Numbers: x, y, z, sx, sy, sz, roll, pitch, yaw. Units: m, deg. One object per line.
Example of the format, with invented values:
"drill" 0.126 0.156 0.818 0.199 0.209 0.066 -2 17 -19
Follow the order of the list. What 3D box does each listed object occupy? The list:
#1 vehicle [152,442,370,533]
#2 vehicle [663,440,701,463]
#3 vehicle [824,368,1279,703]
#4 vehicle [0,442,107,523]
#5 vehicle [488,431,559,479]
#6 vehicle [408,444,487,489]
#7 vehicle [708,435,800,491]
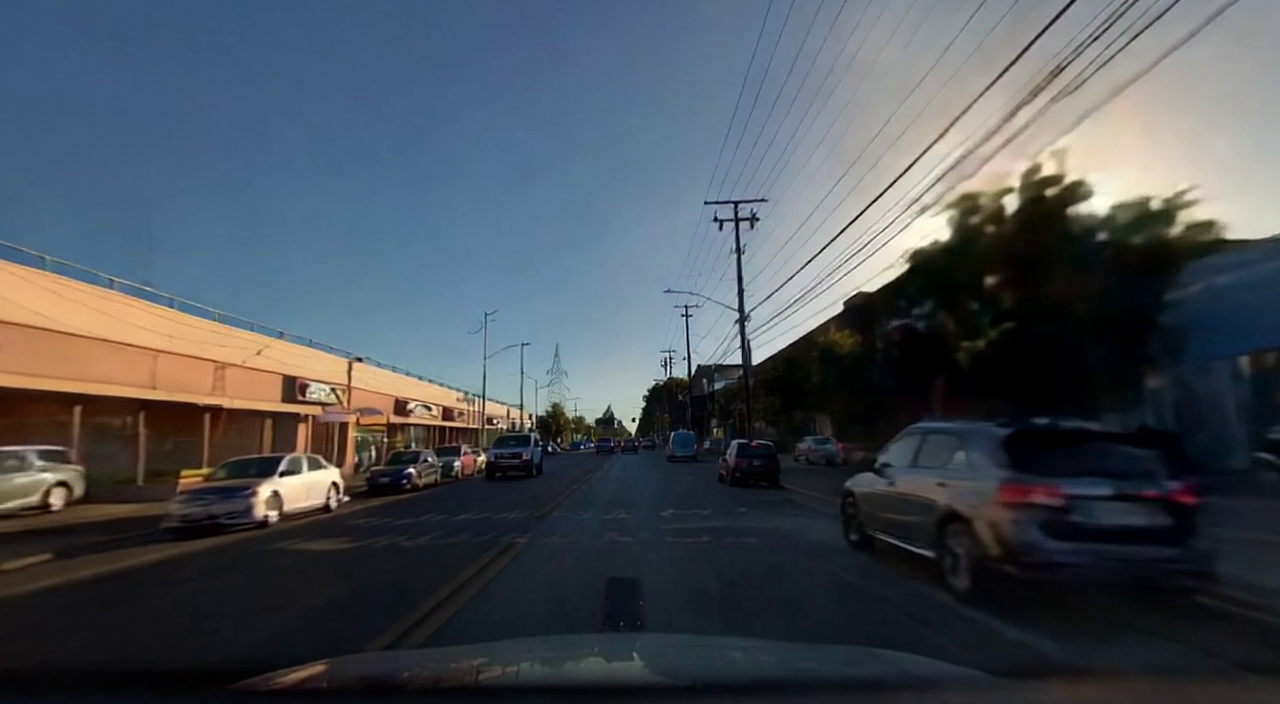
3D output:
"vehicle" -8.447 2.998 14.847 2.113 1.665 5.062 0 -8 -2
"vehicle" 3.038 7.023 44.732 2.261 1.503 4.695 -2 -8 8
"vehicle" 3.471 1.398 6.008 2.025 1.843 4.883 0 -9 1
"vehicle" -14.837 2.845 13.788 1.969 1.741 5.148 0 -9 -1
"vehicle" -5.209 4.655 28.737 2.152 1.918 4.217 -3 -8 4
"vehicle" -8.323 4.942 27.850 1.791 1.622 5.056 -2 -7 2
"vehicle" 3.557 3.559 20.707 2.136 1.586 4.919 0 -8 1
